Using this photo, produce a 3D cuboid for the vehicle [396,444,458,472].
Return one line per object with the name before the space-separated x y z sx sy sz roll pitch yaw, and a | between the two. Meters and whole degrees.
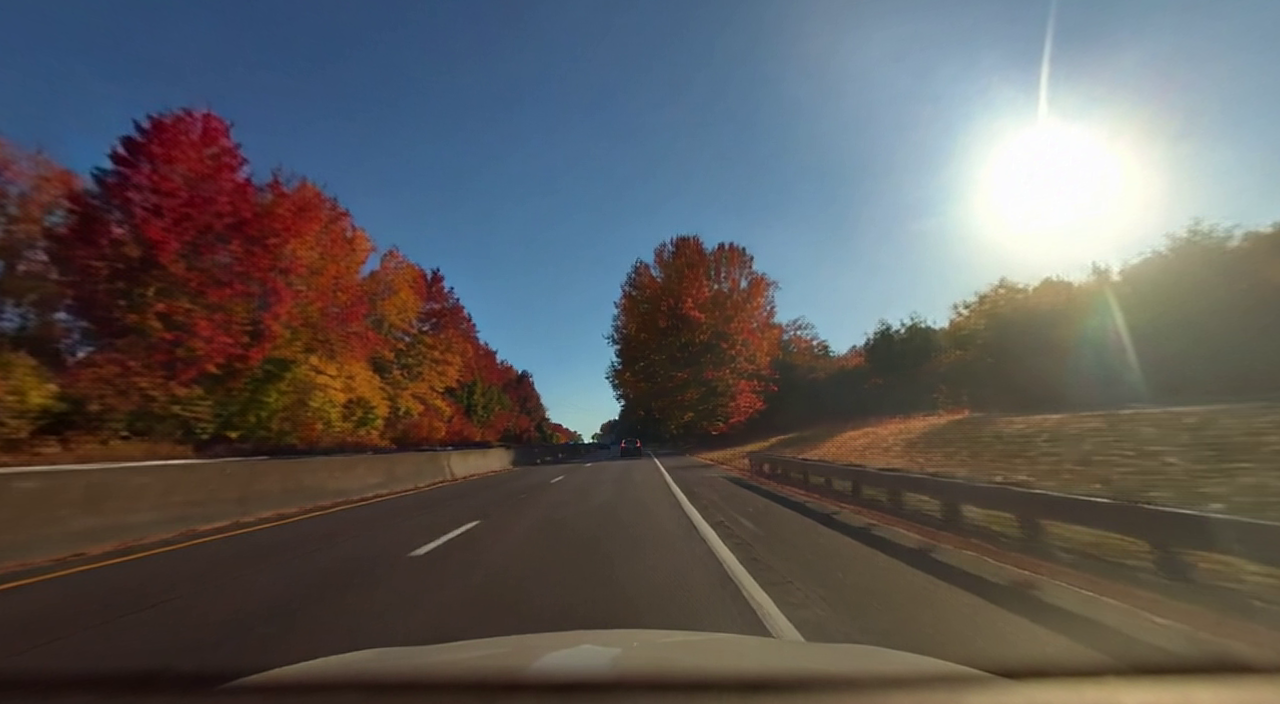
vehicle | -12.374 6.165 36.843 2.073 1.486 4.290 -1 -8 1
